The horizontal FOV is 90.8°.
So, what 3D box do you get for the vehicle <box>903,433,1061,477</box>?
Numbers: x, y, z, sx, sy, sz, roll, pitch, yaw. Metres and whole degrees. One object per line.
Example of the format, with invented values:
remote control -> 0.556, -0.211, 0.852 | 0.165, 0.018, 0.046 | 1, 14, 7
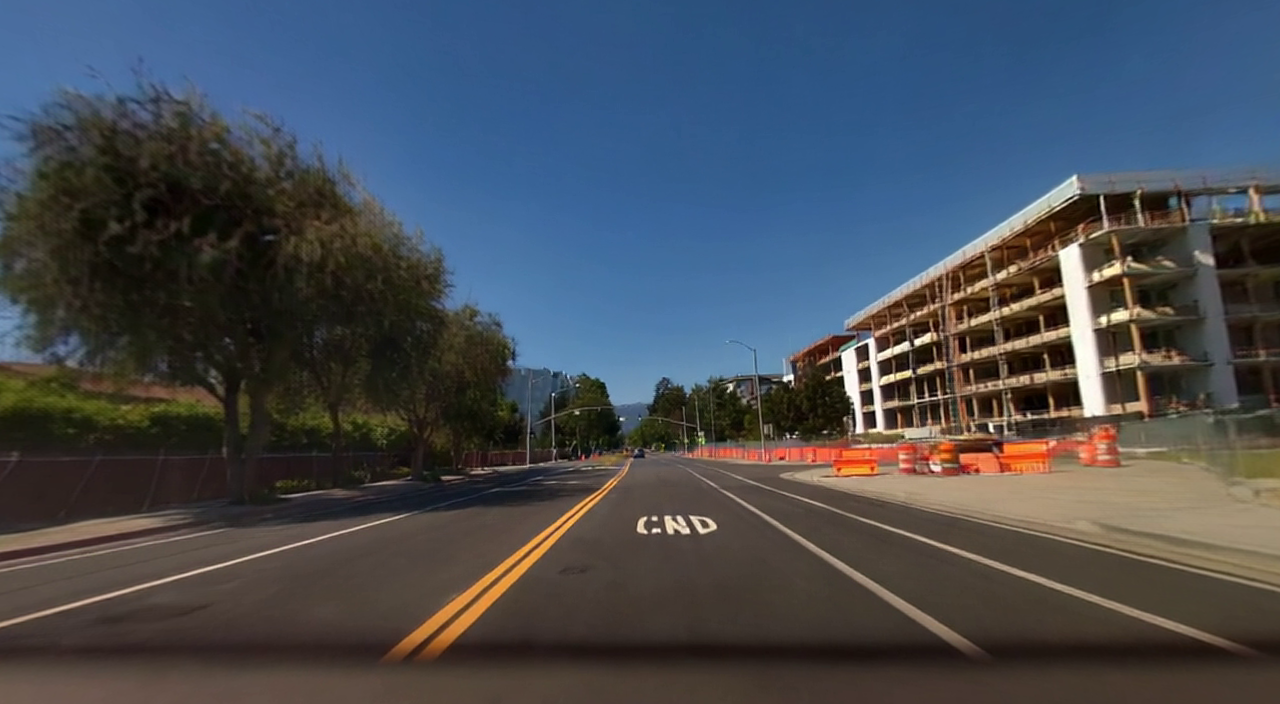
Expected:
vehicle -> 11.601, 3.536, 21.680 | 4.251, 1.418, 1.896 | -1, -8, 3
